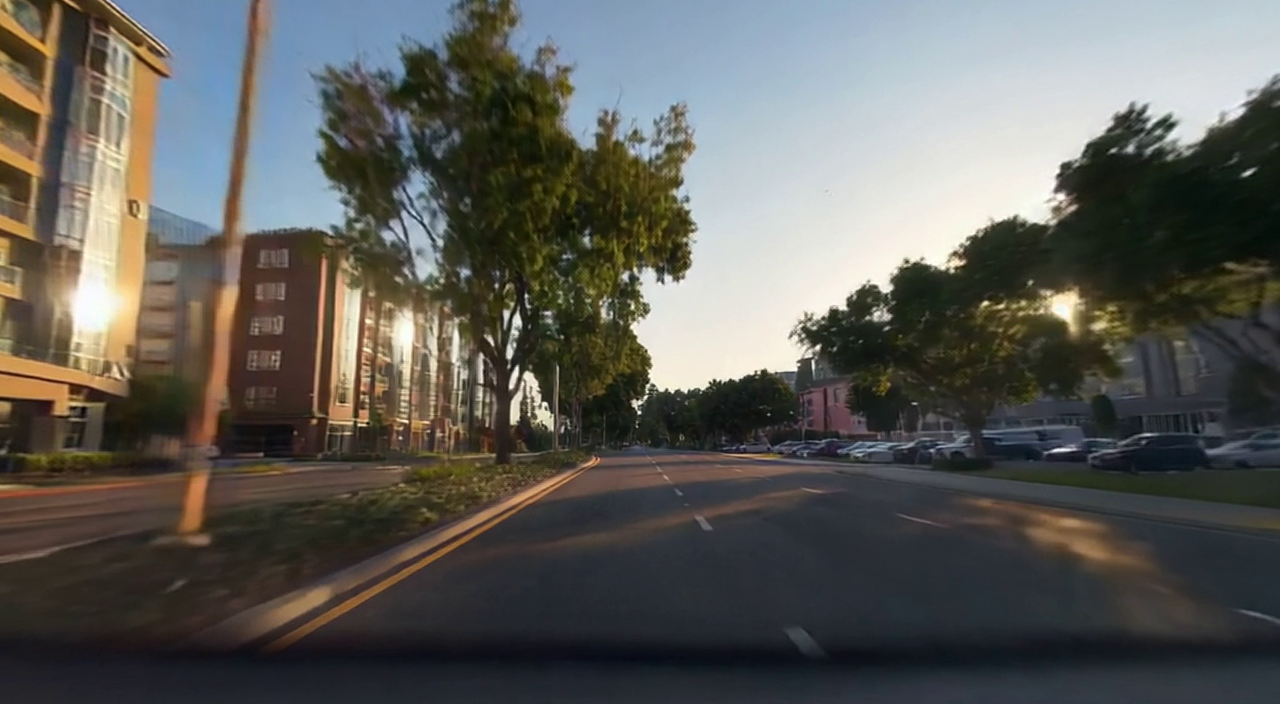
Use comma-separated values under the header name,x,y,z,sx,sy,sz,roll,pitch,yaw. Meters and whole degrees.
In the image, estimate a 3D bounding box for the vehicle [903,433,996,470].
name,x,y,z,sx,sy,sz,roll,pitch,yaw
vehicle,15.462,4.997,31.874,2.006,1.683,4.643,0,-8,-5

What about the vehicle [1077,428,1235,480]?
name,x,y,z,sx,sy,sz,roll,pitch,yaw
vehicle,18.731,3.717,23.243,1.947,1.667,4.347,0,-8,-3
